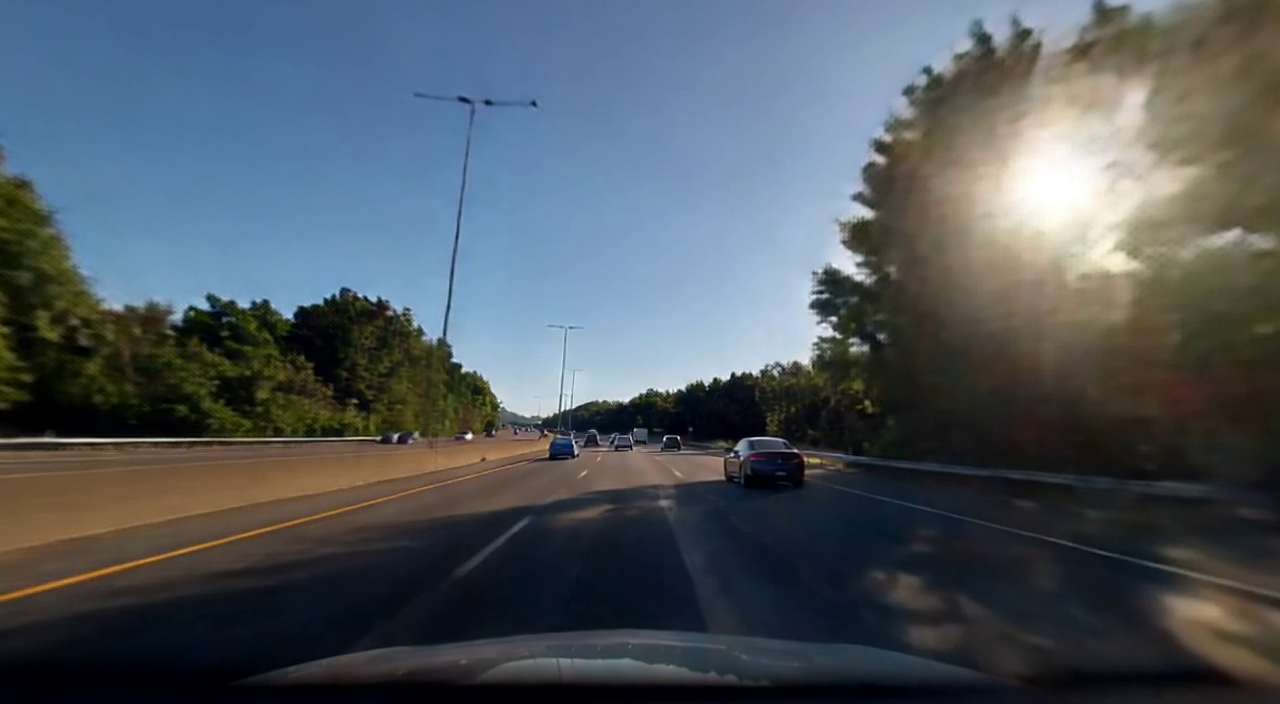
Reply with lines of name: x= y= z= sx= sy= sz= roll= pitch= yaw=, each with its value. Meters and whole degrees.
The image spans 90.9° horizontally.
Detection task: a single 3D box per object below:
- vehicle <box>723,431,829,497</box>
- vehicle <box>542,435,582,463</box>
vehicle: x=3.495 y=2.929 z=16.952 sx=1.883 sy=1.536 sz=3.792 roll=0 pitch=-8 yaw=-2
vehicle: x=-4.574 y=5.711 z=37.417 sx=1.941 sy=1.529 sz=4.111 roll=0 pitch=-8 yaw=-1
